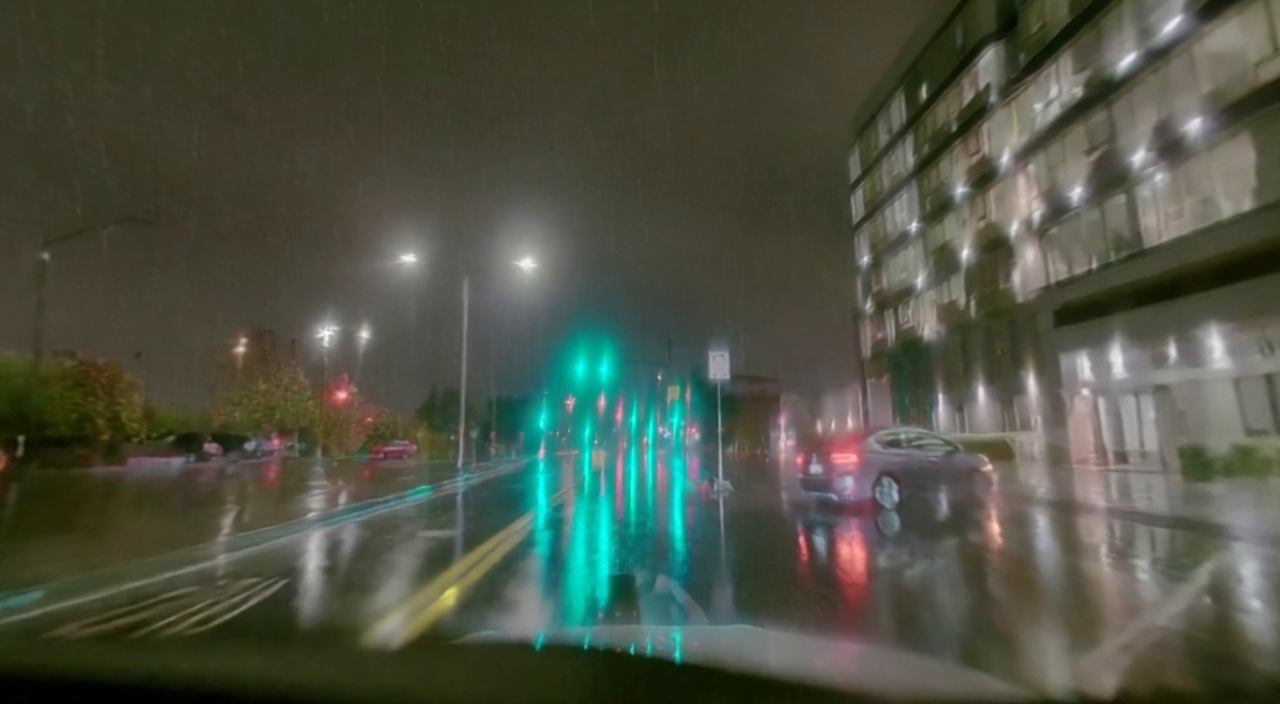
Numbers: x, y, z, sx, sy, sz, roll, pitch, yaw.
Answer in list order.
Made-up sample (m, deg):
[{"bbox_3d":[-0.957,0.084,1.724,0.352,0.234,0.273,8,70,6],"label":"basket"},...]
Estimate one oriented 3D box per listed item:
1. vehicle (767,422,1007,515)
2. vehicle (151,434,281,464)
[{"bbox_3d":[4.728,2.160,12.119,4.033,1.514,1.974,3,-9,-25],"label":"vehicle"},{"bbox_3d":[-19.448,4.476,29.236,2.660,1.211,4.739,-1,-8,2],"label":"vehicle"}]
